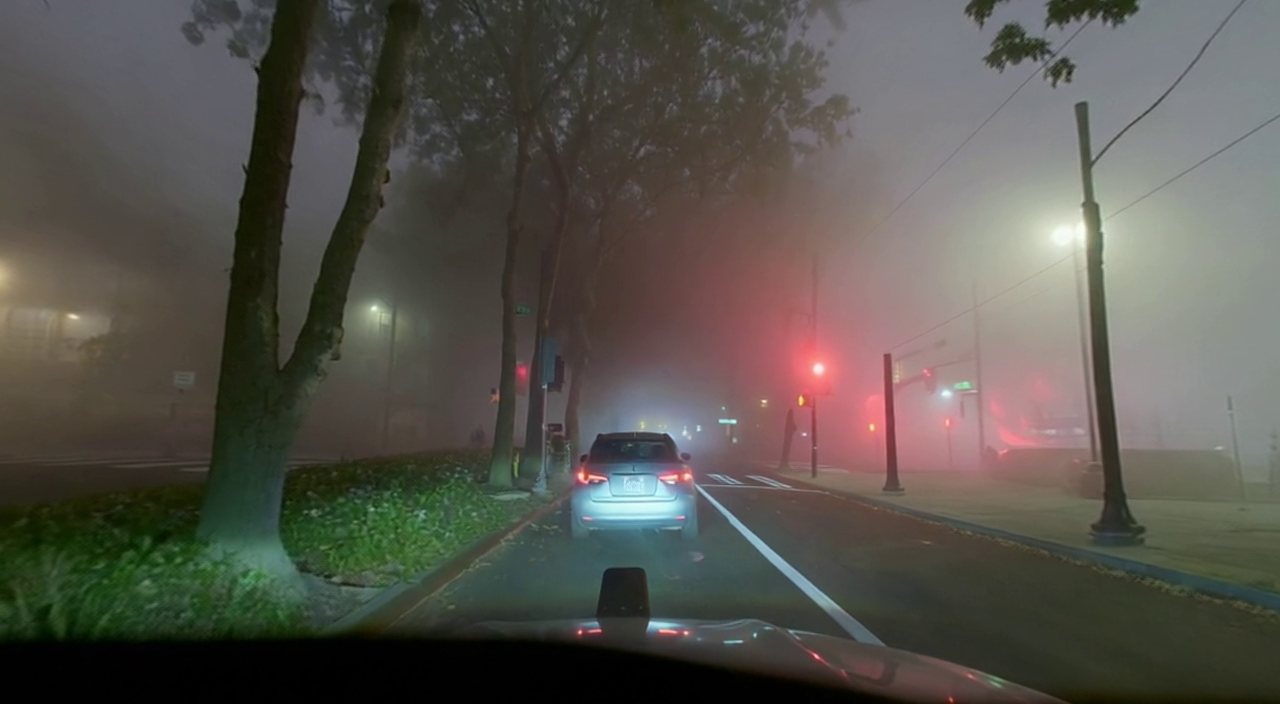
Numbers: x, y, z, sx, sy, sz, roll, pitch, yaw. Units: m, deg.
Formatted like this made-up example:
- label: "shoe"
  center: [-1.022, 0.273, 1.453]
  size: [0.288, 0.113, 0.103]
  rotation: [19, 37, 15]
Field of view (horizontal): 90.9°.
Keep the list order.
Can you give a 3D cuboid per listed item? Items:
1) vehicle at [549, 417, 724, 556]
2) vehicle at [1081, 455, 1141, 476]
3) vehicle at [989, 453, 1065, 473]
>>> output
- label: "vehicle"
  center: [-0.078, 1.892, 9.508]
  size: [2.079, 1.621, 3.861]
  rotation: [0, -8, -1]
- label: "vehicle"
  center: [36.363, 8.776, 48.693]
  size: [3.445, 1.363, 1.608]
  rotation: [3, -7, -1]
- label: "vehicle"
  center: [29.769, 8.510, 48.589]
  size: [4.668, 1.441, 1.904]
  rotation: [0, -9, -5]
